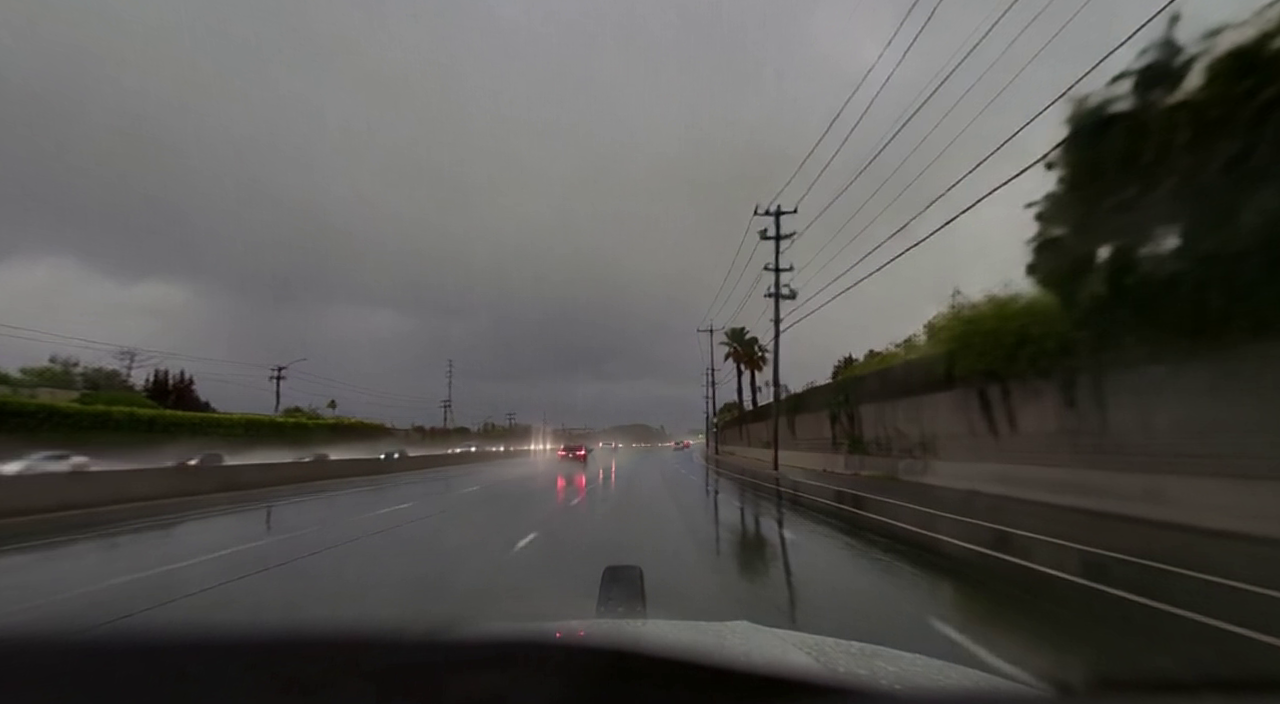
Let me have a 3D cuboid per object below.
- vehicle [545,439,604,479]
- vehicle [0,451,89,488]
[{"bbox_3d":[-2.786,4.661,27.687,2.029,1.609,3.935,0,-9,1],"label":"vehicle"},{"bbox_3d":[-27.456,5.154,28.008,1.857,1.489,4.473,0,-9,0],"label":"vehicle"}]
